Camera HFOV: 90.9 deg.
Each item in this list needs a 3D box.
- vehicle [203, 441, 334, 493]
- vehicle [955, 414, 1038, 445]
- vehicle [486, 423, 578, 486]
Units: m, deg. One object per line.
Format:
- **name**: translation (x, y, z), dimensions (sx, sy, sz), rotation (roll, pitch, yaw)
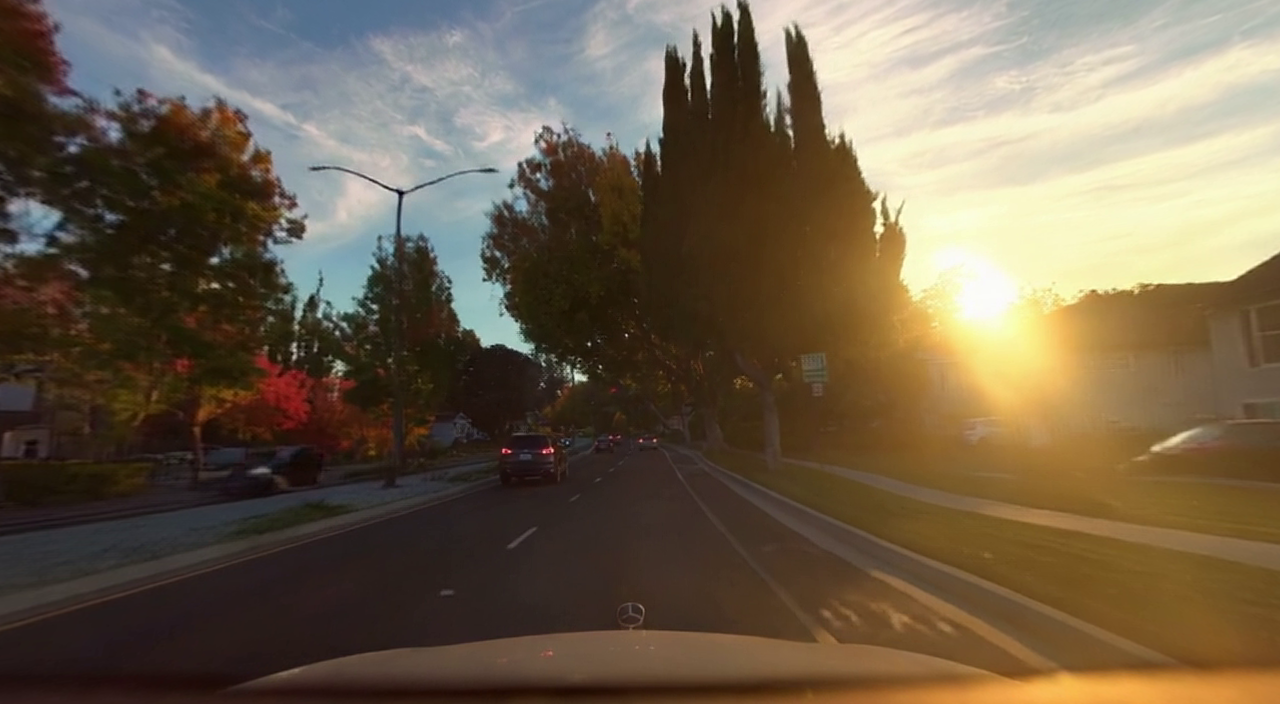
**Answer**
- **vehicle**: translation (-11.715, 3.609, 20.210), dimensions (1.740, 1.476, 3.850), rotation (0, -8, 1)
- **vehicle**: translation (18.335, 4.046, 32.707), dimensions (1.939, 1.477, 5.129), rotation (-1, -8, 8)
- **vehicle**: translation (-3.310, 3.244, 20.263), dimensions (2.073, 1.770, 4.302), rotation (0, -8, 2)
